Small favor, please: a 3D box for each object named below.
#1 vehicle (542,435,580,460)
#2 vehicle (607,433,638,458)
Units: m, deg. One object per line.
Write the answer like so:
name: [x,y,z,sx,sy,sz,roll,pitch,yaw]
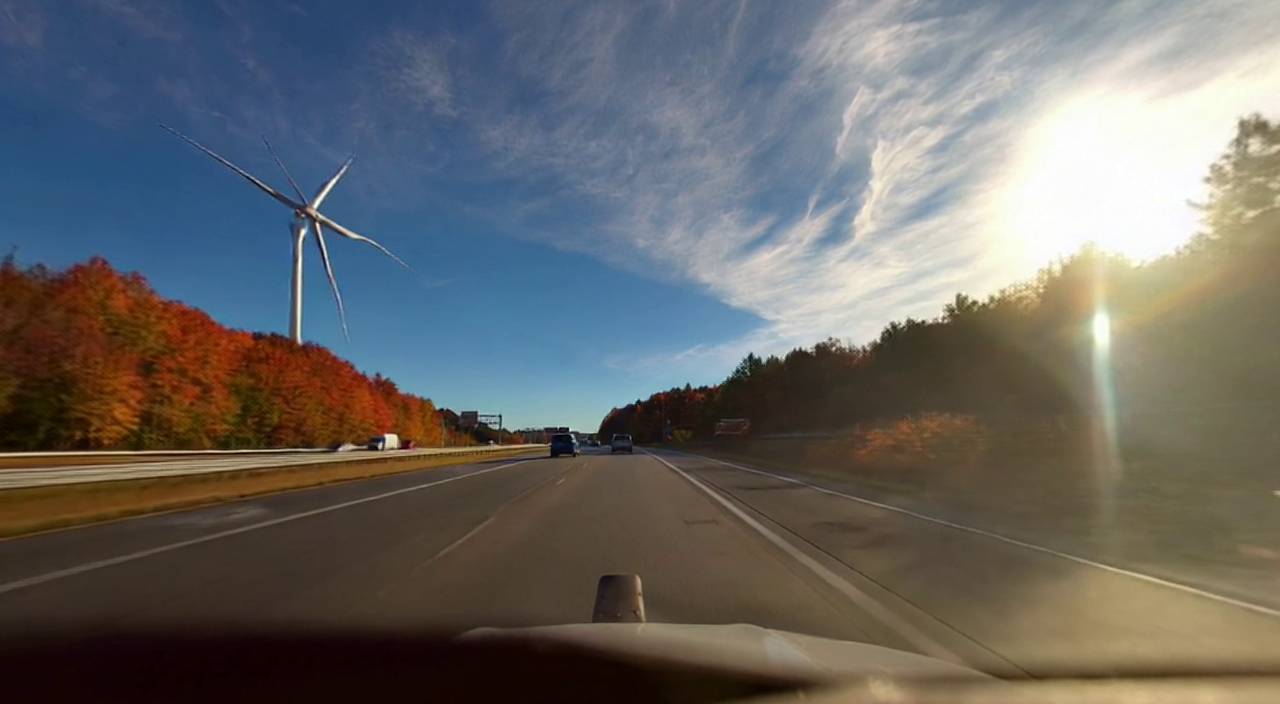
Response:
vehicle: [-5.273,6.425,42.509,2.062,1.622,4.153,0,-8,-1]
vehicle: [-1.292,7.145,48.138,2.213,1.774,4.563,0,-8,-1]
